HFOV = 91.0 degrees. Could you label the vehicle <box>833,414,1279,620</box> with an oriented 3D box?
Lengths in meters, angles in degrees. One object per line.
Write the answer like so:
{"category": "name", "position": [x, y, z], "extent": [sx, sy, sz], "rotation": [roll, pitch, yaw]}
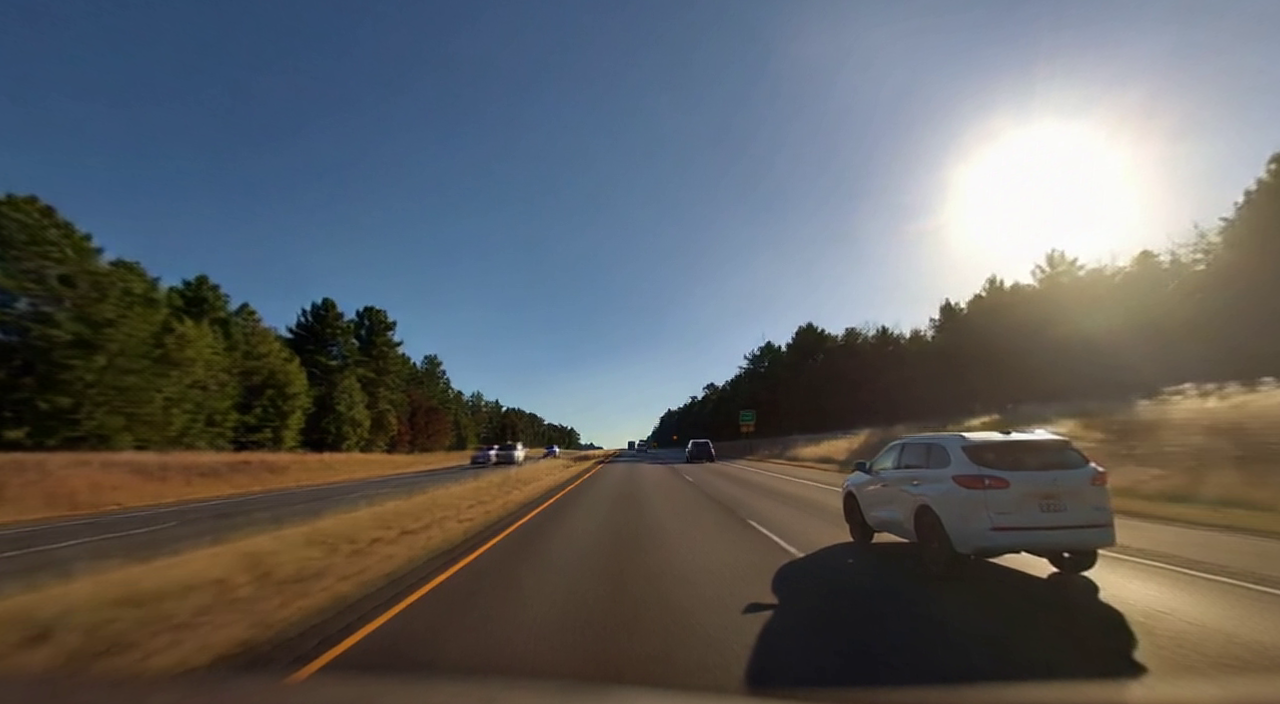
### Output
{"category": "vehicle", "position": [3.823, 1.524, 6.857], "extent": [1.999, 1.501, 4.221], "rotation": [0, -8, -1]}

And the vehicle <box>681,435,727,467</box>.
{"category": "vehicle", "position": [3.500, 5.530, 35.317], "extent": [2.043, 1.673, 4.016], "rotation": [0, -8, -2]}

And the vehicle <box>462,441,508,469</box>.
{"category": "vehicle", "position": [-11.811, 7.875, 48.253], "extent": [2.223, 1.985, 5.103], "rotation": [-1, -8, 0]}

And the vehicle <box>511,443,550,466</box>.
{"category": "vehicle", "position": [-7.743, 7.302, 45.018], "extent": [1.993, 1.508, 4.492], "rotation": [-1, -8, 0]}
